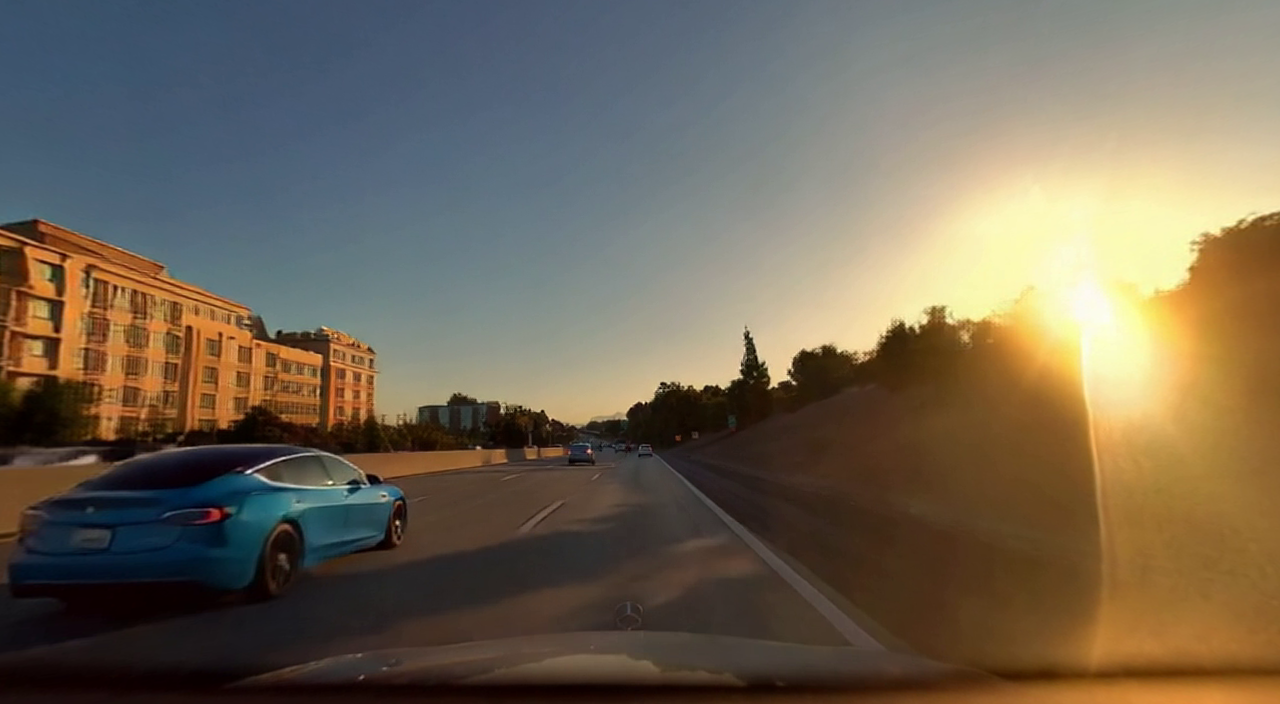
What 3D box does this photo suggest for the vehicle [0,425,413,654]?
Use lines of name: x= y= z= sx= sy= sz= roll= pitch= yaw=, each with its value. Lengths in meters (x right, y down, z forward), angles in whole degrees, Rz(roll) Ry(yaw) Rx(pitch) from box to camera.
vehicle: x=-4.160 y=1.543 z=6.358 sx=2.083 sy=1.471 sz=4.350 roll=0 pitch=-8 yaw=1

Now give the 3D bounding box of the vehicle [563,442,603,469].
vehicle: x=-3.278 y=6.034 z=37.106 sx=1.926 sy=1.464 sz=4.186 roll=0 pitch=-8 yaw=0
